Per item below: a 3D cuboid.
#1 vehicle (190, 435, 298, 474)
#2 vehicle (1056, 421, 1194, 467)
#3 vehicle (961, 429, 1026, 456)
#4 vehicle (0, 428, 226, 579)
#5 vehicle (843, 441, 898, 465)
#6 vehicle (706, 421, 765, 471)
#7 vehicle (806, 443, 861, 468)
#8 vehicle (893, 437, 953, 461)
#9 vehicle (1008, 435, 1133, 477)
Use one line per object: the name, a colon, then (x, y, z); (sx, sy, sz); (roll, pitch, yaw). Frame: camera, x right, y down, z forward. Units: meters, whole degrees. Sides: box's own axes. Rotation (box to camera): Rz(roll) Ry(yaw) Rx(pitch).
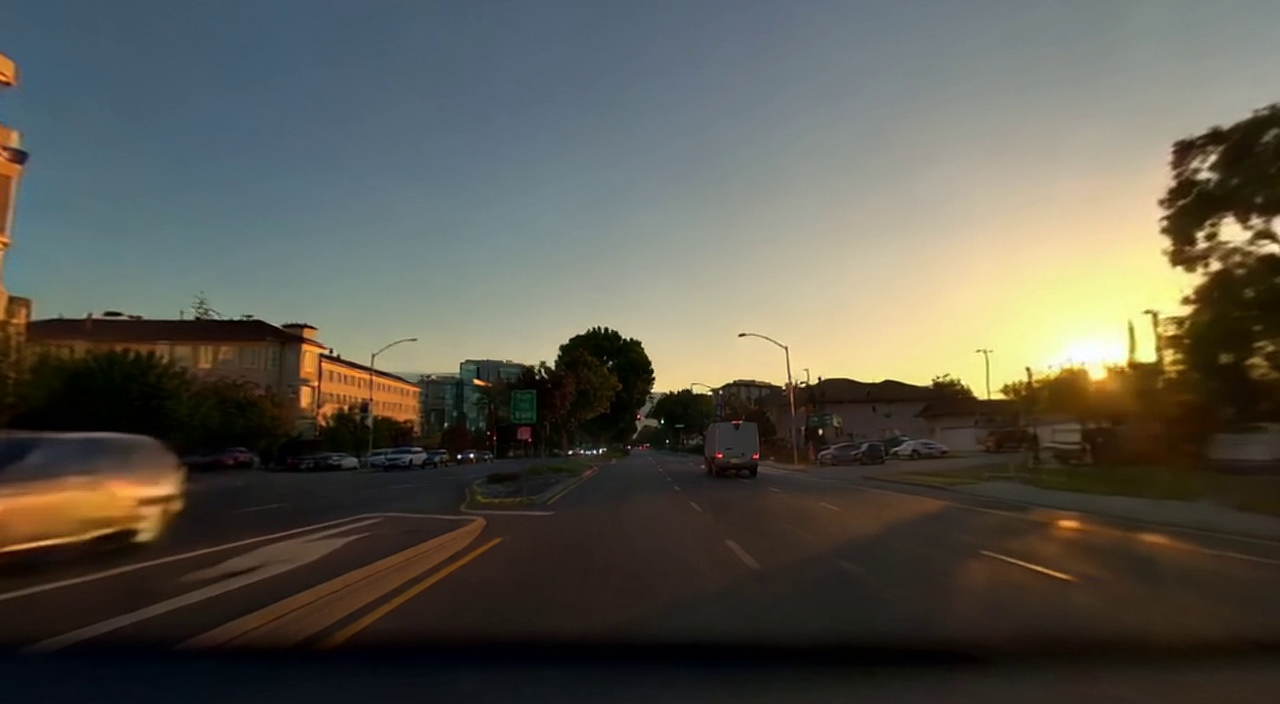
vehicle: (-27.017, 7.000, 43.090); (5.877, 2.508, 2.394); (-1, -9, 6)
vehicle: (20.244, 3.907, 26.581); (2.012, 1.709, 4.574); (-2, -9, -2)
vehicle: (23.974, 6.177, 42.871); (1.888, 1.678, 4.074); (1, -9, -3)
vehicle: (-8.078, 1.904, 8.470); (2.013, 1.646, 4.325); (0, -9, 0)
vehicle: (15.629, 6.899, 42.912); (1.899, 1.517, 4.378); (1, -9, -3)
vehicle: (6.564, 6.663, 44.611); (2.802, 3.208, 7.459); (0, -9, -1)
vehicle: (12.794, 6.874, 42.010); (2.079, 1.541, 4.801); (0, -9, -1)
vehicle: (19.017, 6.572, 42.589); (1.882, 1.537, 4.418); (0, -9, -2)
vehicle: (17.648, 4.240, 26.129); (1.957, 1.501, 4.308); (-2, -7, -3)
